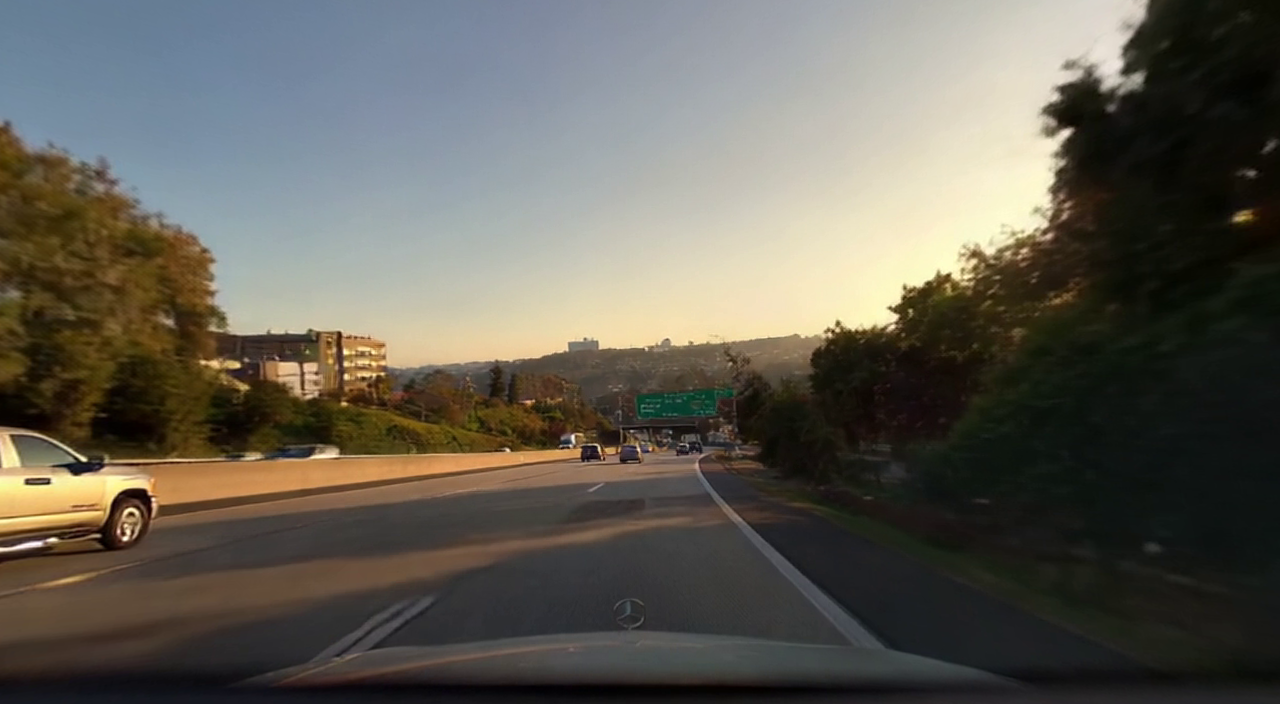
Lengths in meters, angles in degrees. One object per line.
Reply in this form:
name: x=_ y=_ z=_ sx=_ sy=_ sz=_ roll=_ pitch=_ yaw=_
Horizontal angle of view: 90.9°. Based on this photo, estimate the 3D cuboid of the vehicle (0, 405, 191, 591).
vehicle: x=-6.651 y=1.264 z=5.394 sx=1.923 sy=1.630 sz=4.857 roll=0 pitch=-8 yaw=2

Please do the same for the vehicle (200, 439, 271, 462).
vehicle: x=-28.707 y=6.990 z=44.914 sx=1.843 sy=1.589 sz=4.515 roll=-1 pitch=-8 yaw=4

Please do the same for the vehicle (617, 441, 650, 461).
vehicle: x=-0.455 y=7.765 z=49.386 sx=2.112 sy=1.489 sz=4.266 roll=-1 pitch=-8 yaw=5

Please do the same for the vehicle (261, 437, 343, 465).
vehicle: x=-21.544 y=6.341 z=40.541 sx=2.046 sy=1.608 sz=5.332 roll=-1 pitch=-8 yaw=4
